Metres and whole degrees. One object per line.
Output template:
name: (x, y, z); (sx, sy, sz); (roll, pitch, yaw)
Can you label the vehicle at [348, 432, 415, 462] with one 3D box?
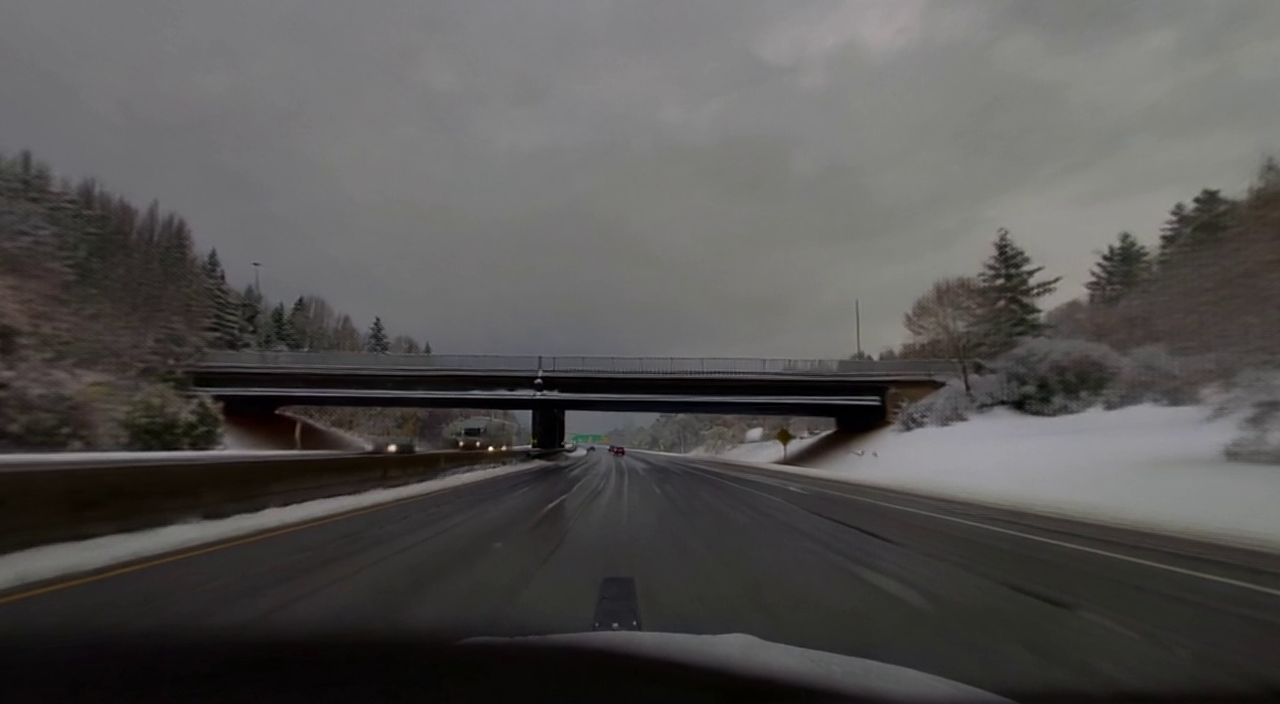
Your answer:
vehicle: (-13.793, 5.100, 33.640); (1.863, 1.504, 4.065); (0, -9, 0)
